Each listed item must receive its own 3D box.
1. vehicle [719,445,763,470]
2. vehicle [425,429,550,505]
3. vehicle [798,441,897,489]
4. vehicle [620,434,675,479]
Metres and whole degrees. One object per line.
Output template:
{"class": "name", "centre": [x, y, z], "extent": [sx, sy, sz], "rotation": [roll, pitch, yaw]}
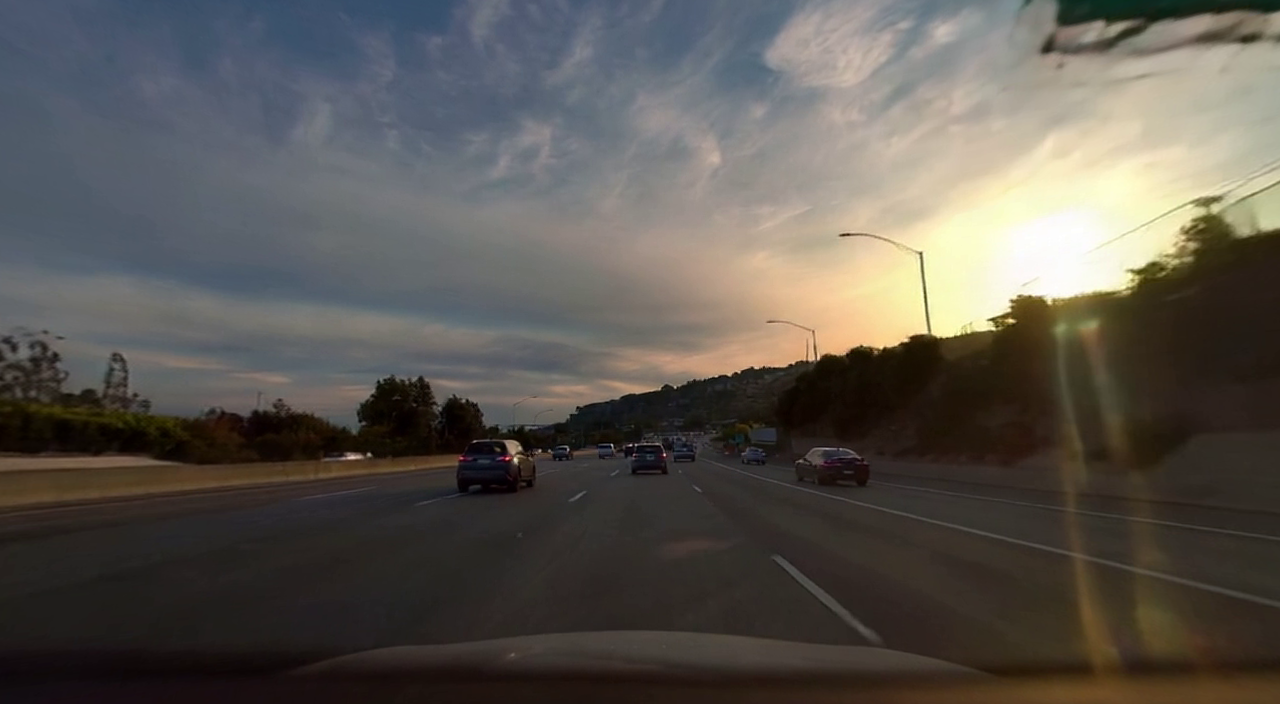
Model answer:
{"class": "vehicle", "centre": [6.208, 6.509, 39.137], "extent": [2.005, 1.456, 4.287], "rotation": [0, -9, -1]}
{"class": "vehicle", "centre": [-3.844, 3.003, 16.806], "extent": [2.142, 1.759, 4.297], "rotation": [0, -9, 2]}
{"class": "vehicle", "centre": [7.003, 3.854, 21.796], "extent": [1.936, 1.480, 4.373], "rotation": [0, -9, 0]}
{"class": "vehicle", "centre": [0.343, 4.769, 28.879], "extent": [2.270, 1.862, 4.949], "rotation": [0, -9, 1]}
